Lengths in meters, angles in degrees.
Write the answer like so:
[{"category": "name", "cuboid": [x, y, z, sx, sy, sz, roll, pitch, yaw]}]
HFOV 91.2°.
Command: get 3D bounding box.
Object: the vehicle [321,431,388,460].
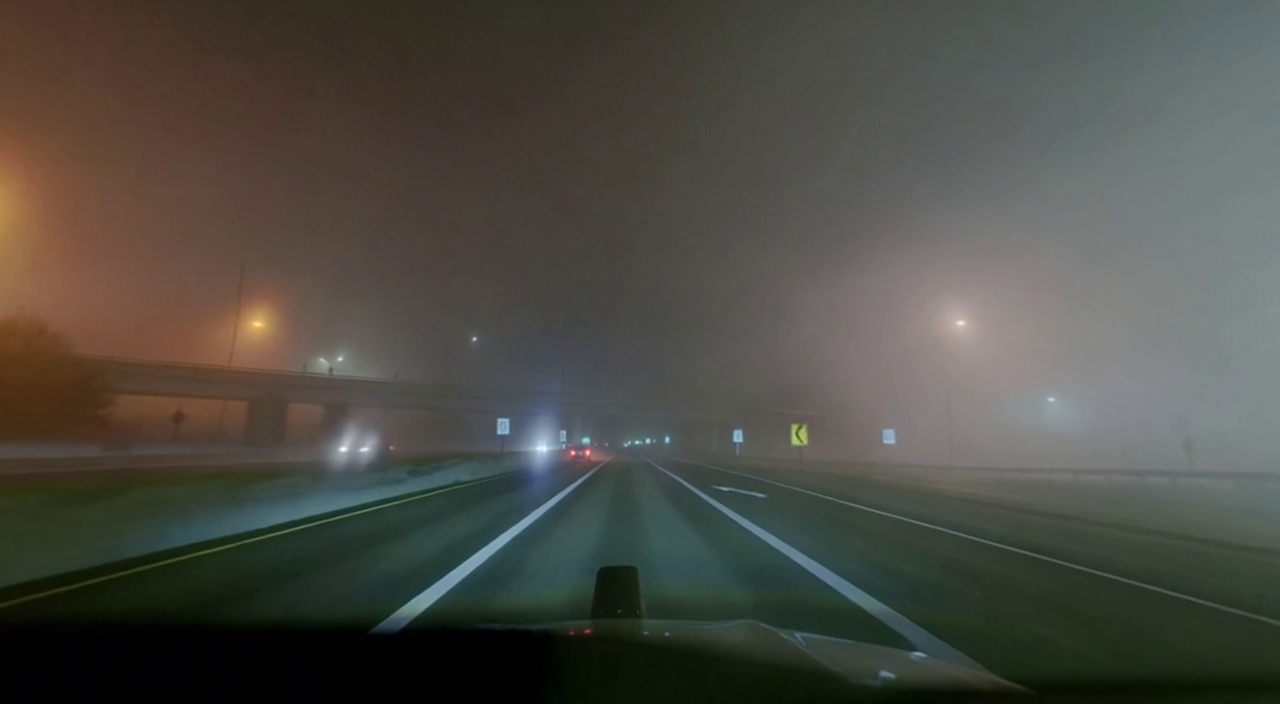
[{"category": "vehicle", "cuboid": [-16.504, 5.443, 36.447, 1.978, 1.530, 4.057, 0, -9, -1]}]
